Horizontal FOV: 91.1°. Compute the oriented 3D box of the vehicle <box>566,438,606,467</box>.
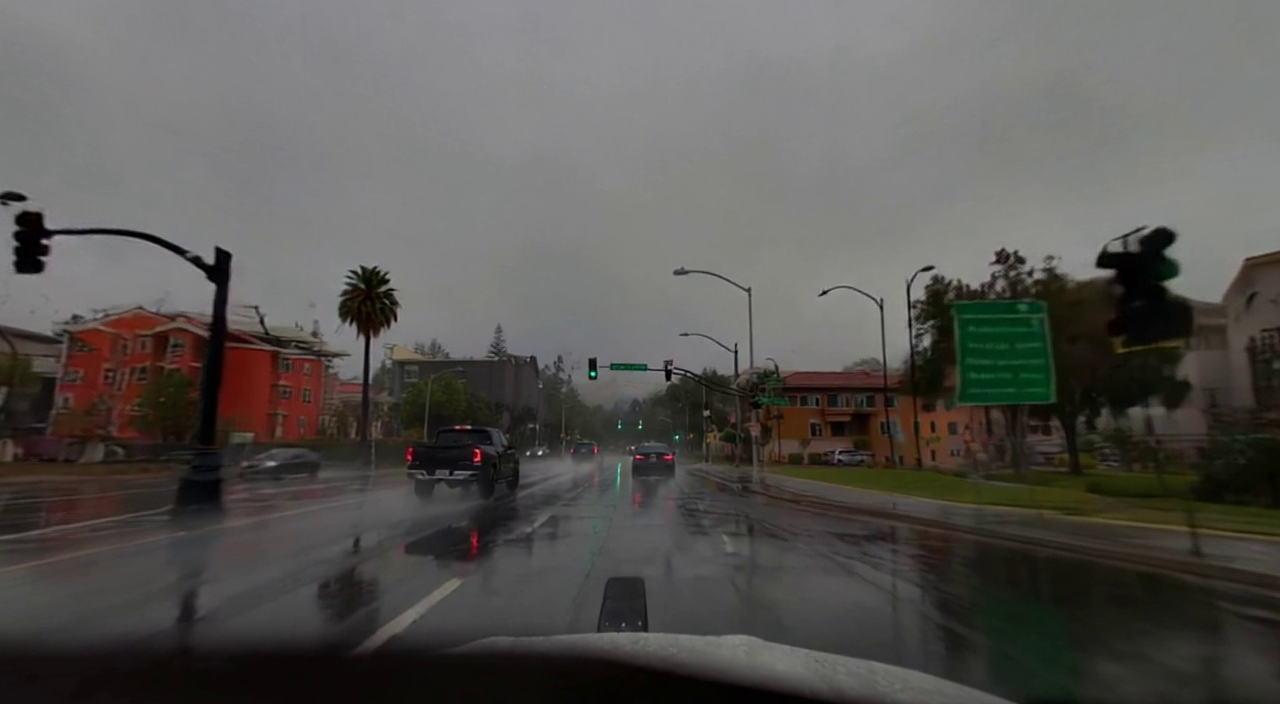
[{"bbox_3d":[-4.102,7.768,48.778,2.447,2.062,5.911,0,-9,1],"label":"vehicle"}]

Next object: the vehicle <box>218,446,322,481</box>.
[{"bbox_3d":[-18.144,5.488,31.137,2.056,1.573,4.733,0,-9,3],"label":"vehicle"}]

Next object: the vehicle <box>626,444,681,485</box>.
[{"bbox_3d":[0.597,4.671,26.386,2.122,1.562,4.152,0,-9,2],"label":"vehicle"}]

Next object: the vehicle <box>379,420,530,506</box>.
[{"bbox_3d":[-4.696,2.963,17.195,2.187,1.904,6.103,0,-9,1],"label":"vehicle"}]
